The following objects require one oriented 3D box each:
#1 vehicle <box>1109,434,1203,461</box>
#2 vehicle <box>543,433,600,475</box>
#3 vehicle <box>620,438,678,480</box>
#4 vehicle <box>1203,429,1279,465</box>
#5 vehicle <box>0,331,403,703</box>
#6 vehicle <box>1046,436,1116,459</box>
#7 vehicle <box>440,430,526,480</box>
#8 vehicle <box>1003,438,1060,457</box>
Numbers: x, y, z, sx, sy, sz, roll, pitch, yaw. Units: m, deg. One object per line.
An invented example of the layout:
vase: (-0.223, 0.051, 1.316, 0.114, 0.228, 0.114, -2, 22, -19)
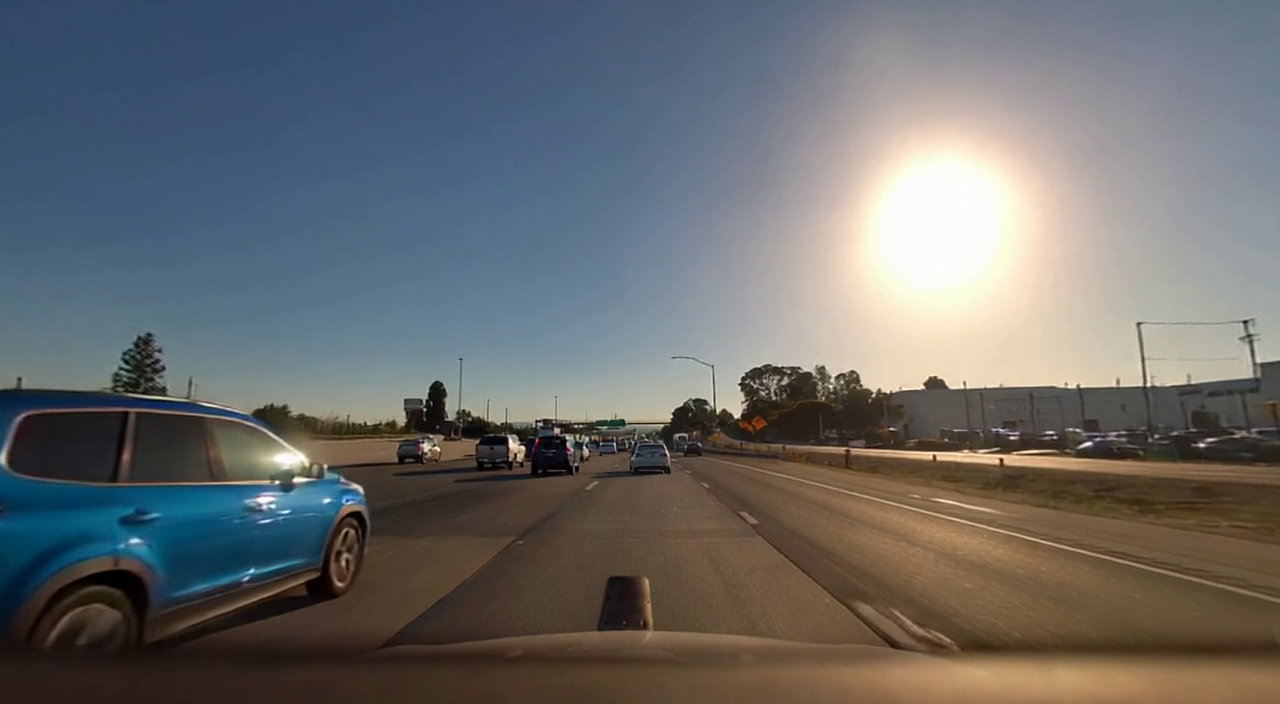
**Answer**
vehicle: (30.433, 5.664, 37.410, 1.838, 1.491, 4.554, 0, -8, 2)
vehicle: (-2.959, 4.498, 28.048, 2.007, 1.730, 4.412, 0, -8, 0)
vehicle: (0.338, 4.113, 24.548, 2.090, 1.474, 3.970, 0, -8, 0)
vehicle: (30.334, 4.633, 30.692, 1.843, 1.626, 4.378, 0, -8, 1)
vehicle: (-3.232, 0.985, 3.631, 1.961, 1.687, 4.453, 0, -8, 0)
vehicle: (30.470, 6.604, 43.716, 1.722, 1.461, 4.302, 0, -8, 1)
vehicle: (-6.180, 4.130, 25.538, 2.125, 1.804, 4.864, 0, -8, 1)
vehicle: (30.551, 7.492, 49.388, 1.598, 1.384, 4.580, 0, -8, 1)
